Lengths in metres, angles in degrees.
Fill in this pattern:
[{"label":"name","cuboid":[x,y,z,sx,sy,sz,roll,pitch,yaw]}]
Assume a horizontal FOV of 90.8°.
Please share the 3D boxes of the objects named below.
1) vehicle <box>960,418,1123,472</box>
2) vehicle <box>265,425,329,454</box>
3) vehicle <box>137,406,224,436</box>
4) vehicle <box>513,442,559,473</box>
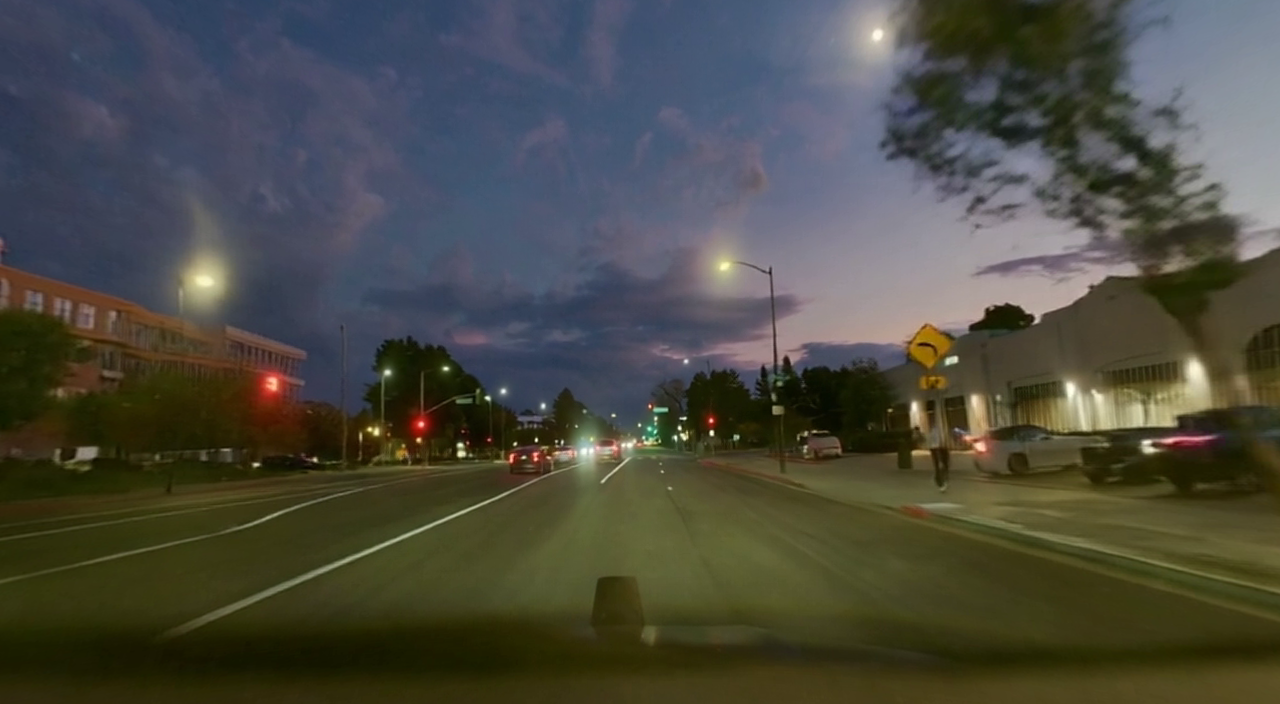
[{"label":"vehicle","cuboid":[14.895,3.503,23.673,4.562,1.648,2.028,-4,-9,3]},{"label":"vehicle","cuboid":[-25.346,6.484,46.734,3.572,2.012,1.872,-1,-8,-2]},{"label":"vehicle","cuboid":[-25.513,3.864,35.150,3.556,1.611,1.623,0,-8,3]},{"label":"vehicle","cuboid":[-5.596,5.692,34.367,1.889,1.572,3.599,0,-8,1]}]
